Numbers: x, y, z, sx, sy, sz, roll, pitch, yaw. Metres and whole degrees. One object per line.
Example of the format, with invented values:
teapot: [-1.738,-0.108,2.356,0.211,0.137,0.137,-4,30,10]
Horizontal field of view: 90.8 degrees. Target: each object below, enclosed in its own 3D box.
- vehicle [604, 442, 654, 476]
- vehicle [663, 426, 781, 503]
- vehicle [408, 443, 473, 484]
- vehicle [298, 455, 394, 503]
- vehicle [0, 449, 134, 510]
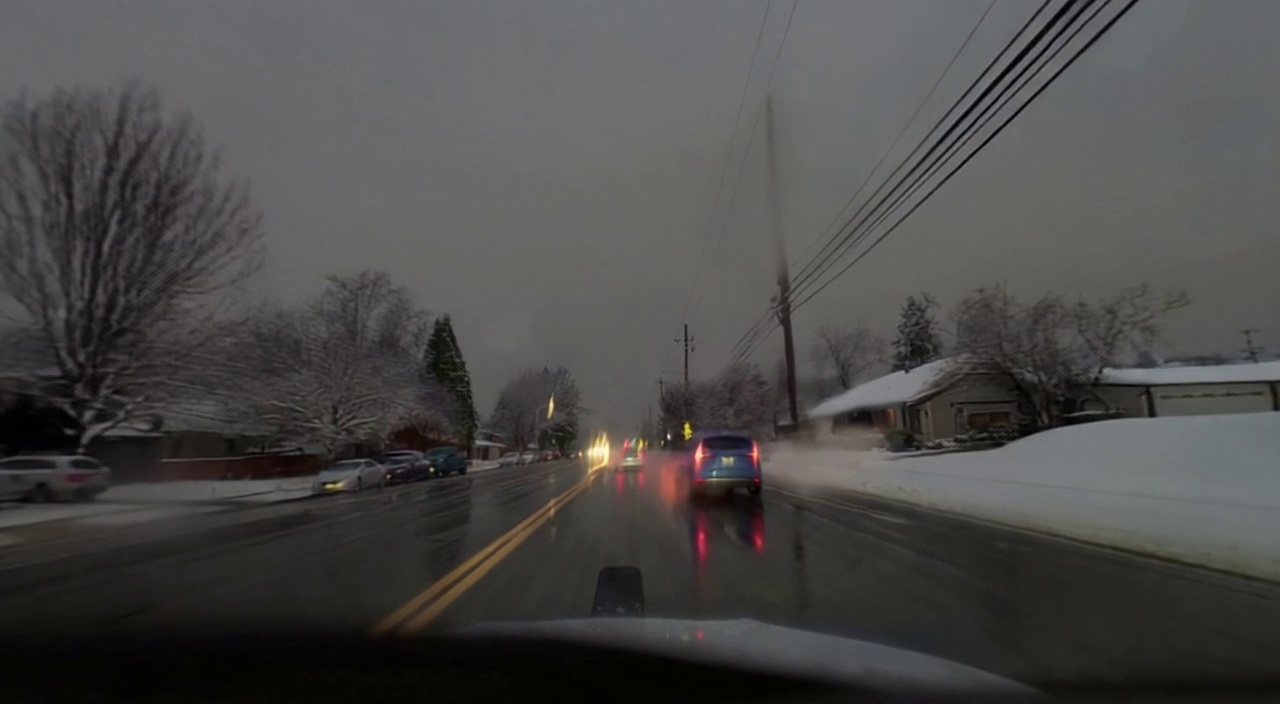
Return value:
vehicle: [-0.526,5.028,29.958,2.196,1.449,4.006,0,-8,-1]
vehicle: [1.992,2.939,16.950,2.200,1.763,4.676,1,-8,-4]
vehicle: [-12.296,6.864,39.336,2.504,2.031,5.237,-7,-8,-4]
vehicle: [-12.328,5.296,26.869,2.044,1.534,4.554,-5,-8,-2]
vehicle: [-20.791,4.382,21.836,4.800,1.840,2.045,-1,-6,-1]
